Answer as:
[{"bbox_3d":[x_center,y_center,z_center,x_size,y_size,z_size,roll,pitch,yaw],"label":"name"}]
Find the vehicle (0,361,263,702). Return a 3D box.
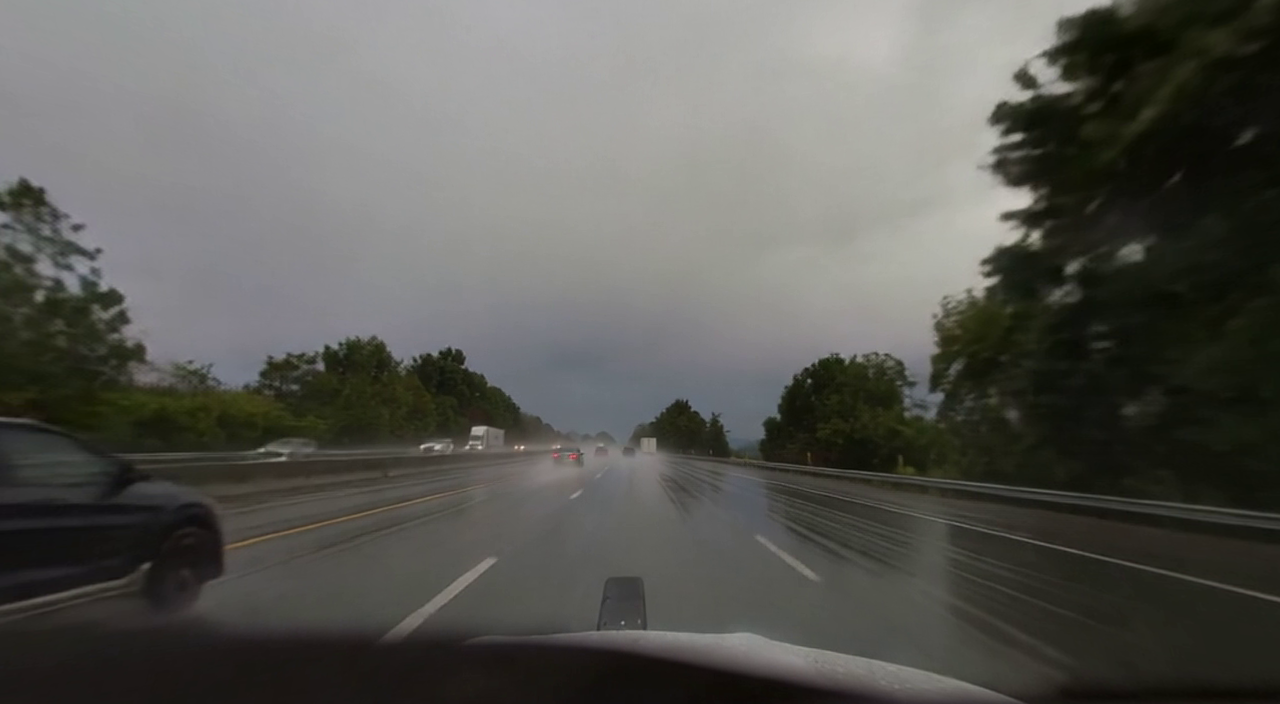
[{"bbox_3d":[-4.221,0.858,2.922,2.108,1.666,4.558,0,-9,0],"label":"vehicle"}]

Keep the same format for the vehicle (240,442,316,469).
[{"bbox_3d":[-21.206,6.082,37.135,1.792,1.455,4.561,0,-9,0],"label":"vehicle"}]

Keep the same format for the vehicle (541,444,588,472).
[{"bbox_3d":[-4.228,6.022,35.922,2.169,1.473,4.631,0,-9,-1],"label":"vehicle"}]
